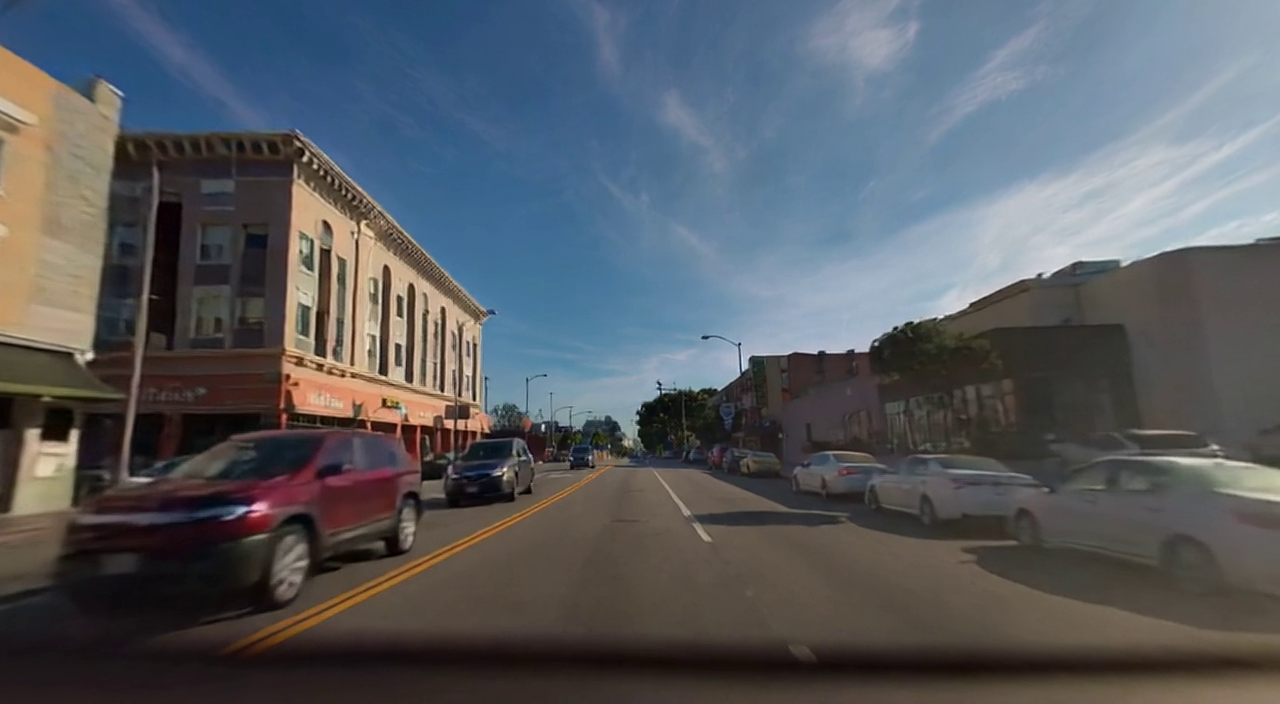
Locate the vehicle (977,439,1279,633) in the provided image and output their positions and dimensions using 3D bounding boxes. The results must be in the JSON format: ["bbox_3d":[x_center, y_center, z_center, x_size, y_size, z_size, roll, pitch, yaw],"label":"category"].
[{"bbox_3d":[6.001,1.742,6.906,2.054,1.525,4.258,0,-8,-4],"label":"vehicle"}]

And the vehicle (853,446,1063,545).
[{"bbox_3d":[5.785,2.602,12.286,1.795,1.524,4.658,-1,-8,2],"label":"vehicle"}]

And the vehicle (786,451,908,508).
[{"bbox_3d":[5.953,3.693,18.885,1.976,1.432,4.812,0,-8,-1],"label":"vehicle"}]

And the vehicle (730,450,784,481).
[{"bbox_3d":[6.036,5.892,33.130,1.837,1.482,4.706,0,-8,-1],"label":"vehicle"}]

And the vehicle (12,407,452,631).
[{"bbox_3d":[-3.766,1.590,7.018,1.914,1.682,4.263,-1,-8,2],"label":"vehicle"}]

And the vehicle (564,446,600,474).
[{"bbox_3d":[-3.841,7.210,42.451,1.980,1.718,4.120,0,-8,0],"label":"vehicle"}]

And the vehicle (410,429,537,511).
[{"bbox_3d":[-4.147,3.082,16.617,2.048,1.761,4.517,-2,-10,1],"label":"vehicle"}]
